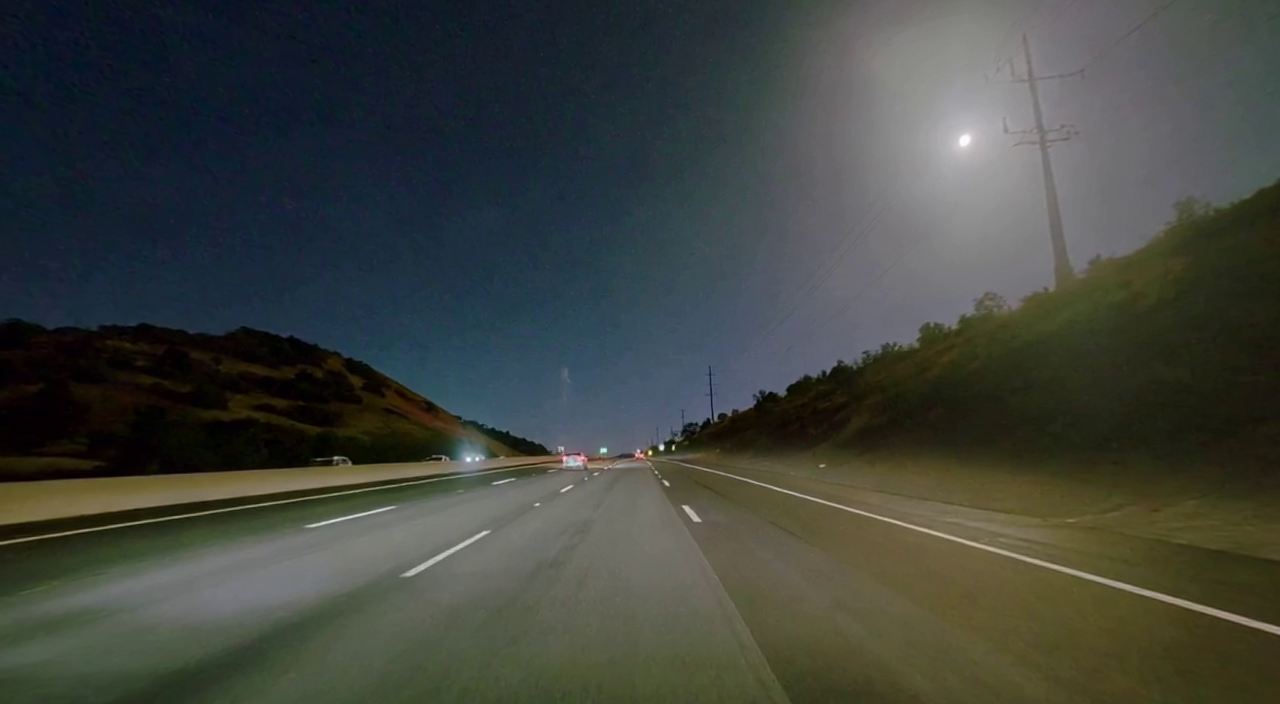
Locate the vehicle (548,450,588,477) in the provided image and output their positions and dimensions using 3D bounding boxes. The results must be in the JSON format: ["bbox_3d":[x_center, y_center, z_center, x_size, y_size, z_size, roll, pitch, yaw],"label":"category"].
[{"bbox_3d":[-4.294,6.679,38.122,1.924,1.511,4.079,0,-9,0],"label":"vehicle"}]
